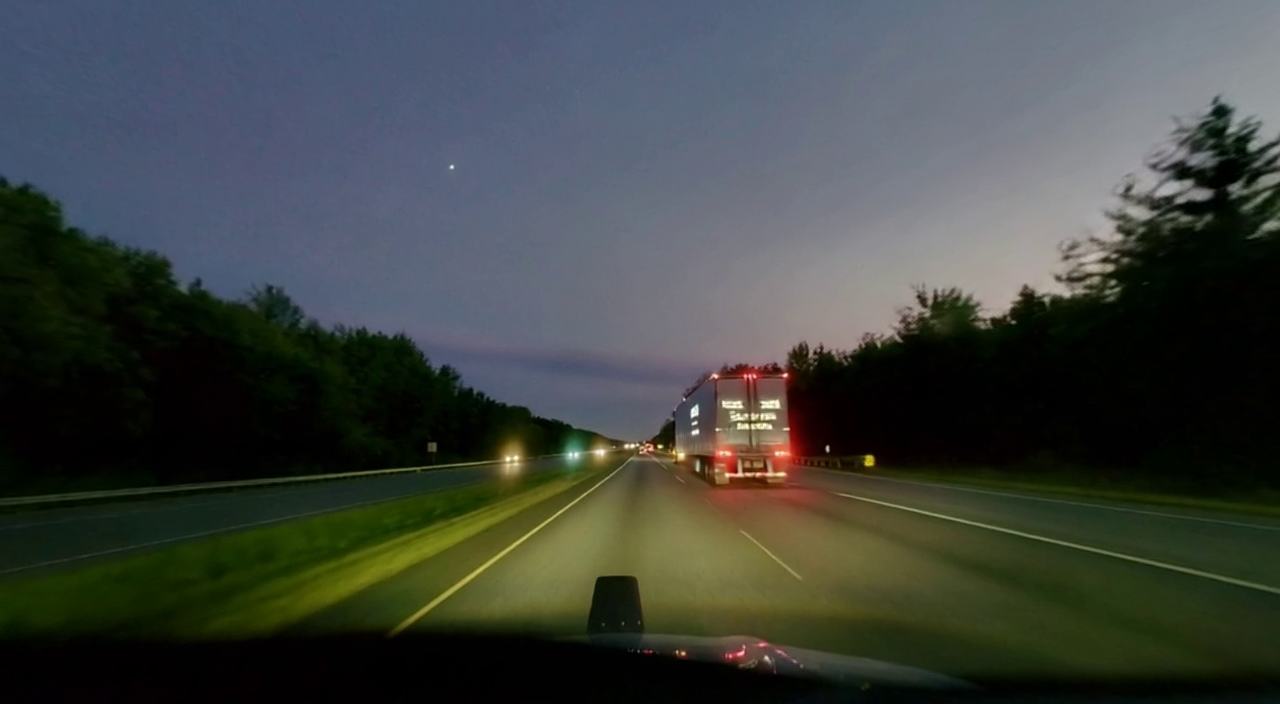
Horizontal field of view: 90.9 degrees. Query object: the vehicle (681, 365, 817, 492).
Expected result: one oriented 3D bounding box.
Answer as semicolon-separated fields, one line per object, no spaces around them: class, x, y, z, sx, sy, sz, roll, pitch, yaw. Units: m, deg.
vehicle;3.740;3.369;26.144;2.955;3.825;14.115;0;-9;-1
